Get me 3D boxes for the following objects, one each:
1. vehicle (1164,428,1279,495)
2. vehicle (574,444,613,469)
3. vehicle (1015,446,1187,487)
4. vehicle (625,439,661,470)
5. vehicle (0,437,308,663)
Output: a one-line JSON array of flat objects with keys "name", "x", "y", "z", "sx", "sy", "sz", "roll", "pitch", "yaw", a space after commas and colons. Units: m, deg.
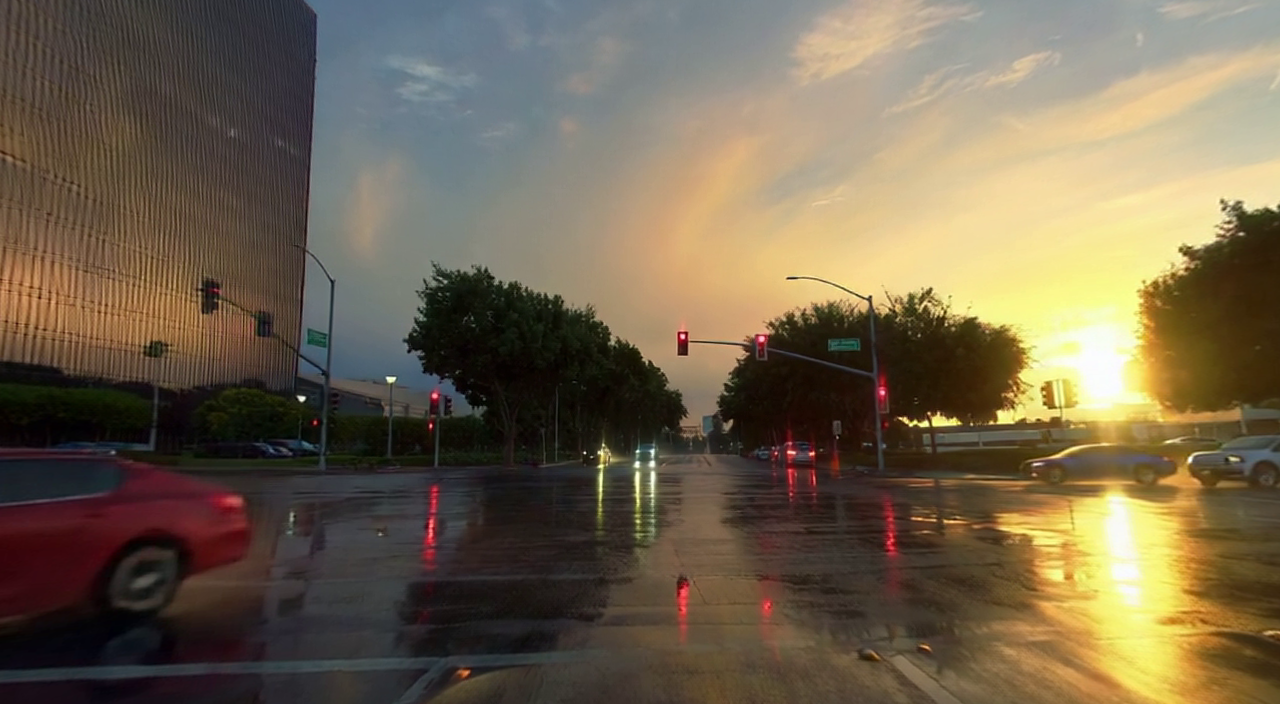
[{"name": "vehicle", "x": 20.607, "y": 3.412, "z": 19.832, "sx": 5.832, "sy": 1.949, "sz": 2.444, "roll": 0, "pitch": -9, "yaw": 0}, {"name": "vehicle", "x": -2.950, "y": 6.781, "z": 40.870, "sx": 2.068, "sy": 1.486, "sz": 4.664, "roll": 0, "pitch": -9, "yaw": 2}, {"name": "vehicle", "x": 17.619, "y": 4.379, "z": 24.218, "sx": 4.896, "sy": 1.503, "sz": 1.971, "roll": -1, "pitch": -9, "yaw": 6}, {"name": "vehicle", "x": 0.219, "y": 6.201, "z": 38.185, "sx": 2.018, "sy": 1.699, "sz": 4.751, "roll": 0, "pitch": -9, "yaw": 1}, {"name": "vehicle", "x": -5.201, "y": 1.380, "z": 4.568, "sx": 1.924, "sy": 1.491, "sz": 4.802, "roll": -3, "pitch": -9, "yaw": 20}]
